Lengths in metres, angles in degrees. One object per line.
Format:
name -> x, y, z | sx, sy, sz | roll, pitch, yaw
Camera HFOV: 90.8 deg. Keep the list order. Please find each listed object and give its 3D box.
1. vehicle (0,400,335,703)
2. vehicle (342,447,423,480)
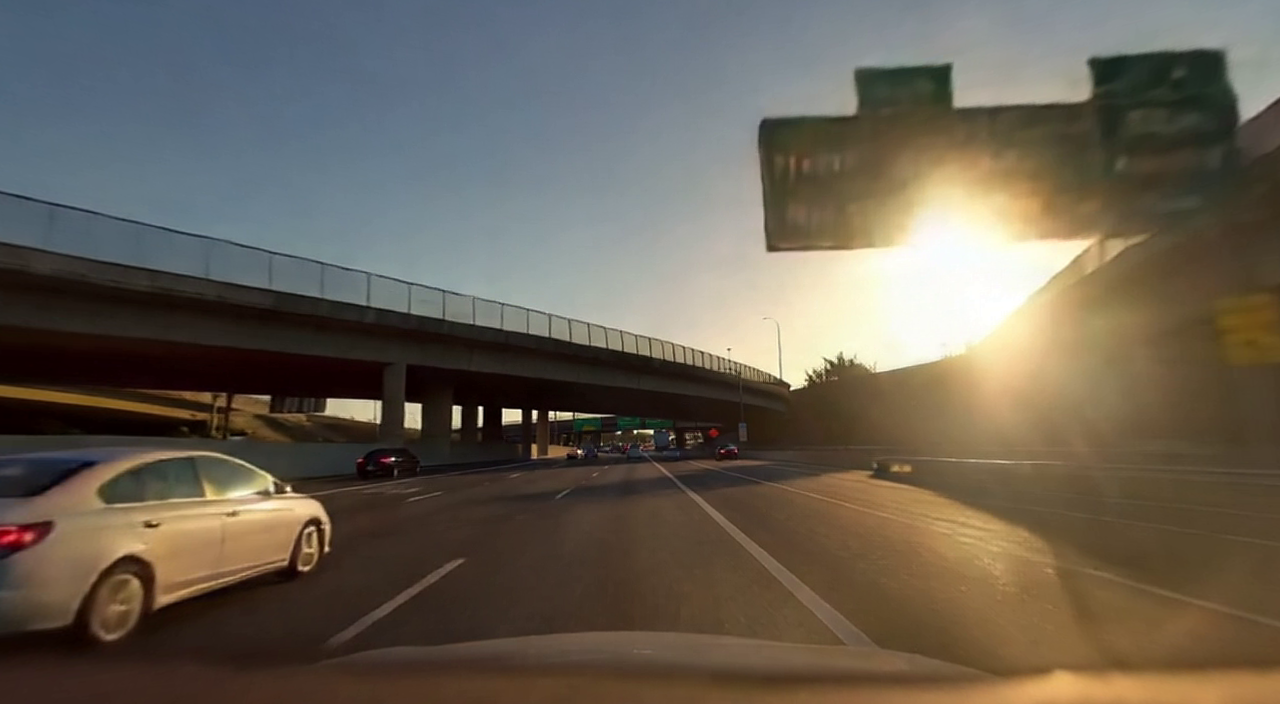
vehicle -> -4.063, 1.144, 3.978 | 2.051, 1.516, 4.493 | 0, -8, 0
vehicle -> -11.422, 4.950, 28.360 | 1.861, 1.373, 4.211 | 0, -8, 0
